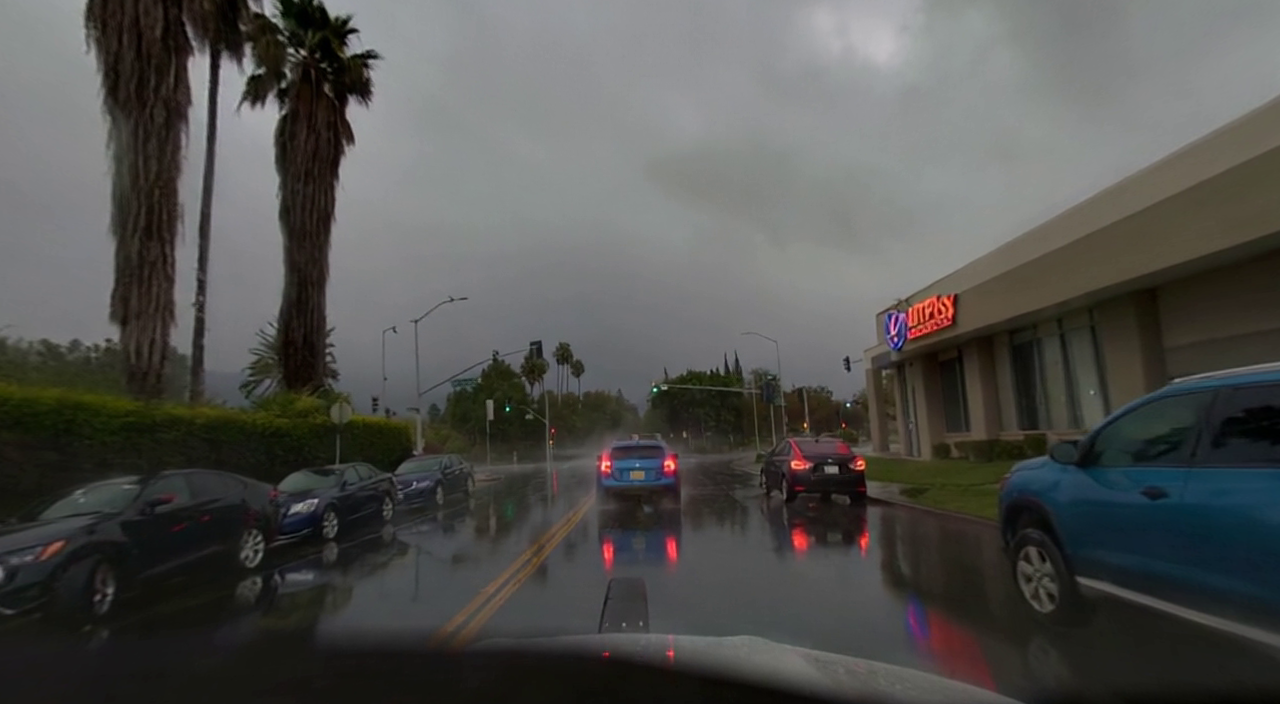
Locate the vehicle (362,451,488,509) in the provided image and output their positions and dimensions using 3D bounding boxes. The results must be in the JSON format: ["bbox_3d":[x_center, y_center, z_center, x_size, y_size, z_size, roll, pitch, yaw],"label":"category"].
[{"bbox_3d":[-6.317,3.804,19.243,2.105,1.469,4.693,0,-8,2],"label":"vehicle"}]

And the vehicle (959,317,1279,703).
[{"bbox_3d":[3.622,0.753,2.503,2.099,1.786,5.198,0,-8,2],"label":"vehicle"}]

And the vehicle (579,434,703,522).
[{"bbox_3d":[-0.005,2.410,12.647,2.060,1.452,4.078,0,-8,0],"label":"vehicle"}]

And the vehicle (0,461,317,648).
[{"bbox_3d":[-6.138,2.166,7.810,1.850,1.482,4.454,0,-8,1],"label":"vehicle"}]

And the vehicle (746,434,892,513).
[{"bbox_3d":[3.604,2.518,13.637,1.821,1.417,4.454,0,-8,0],"label":"vehicle"}]
